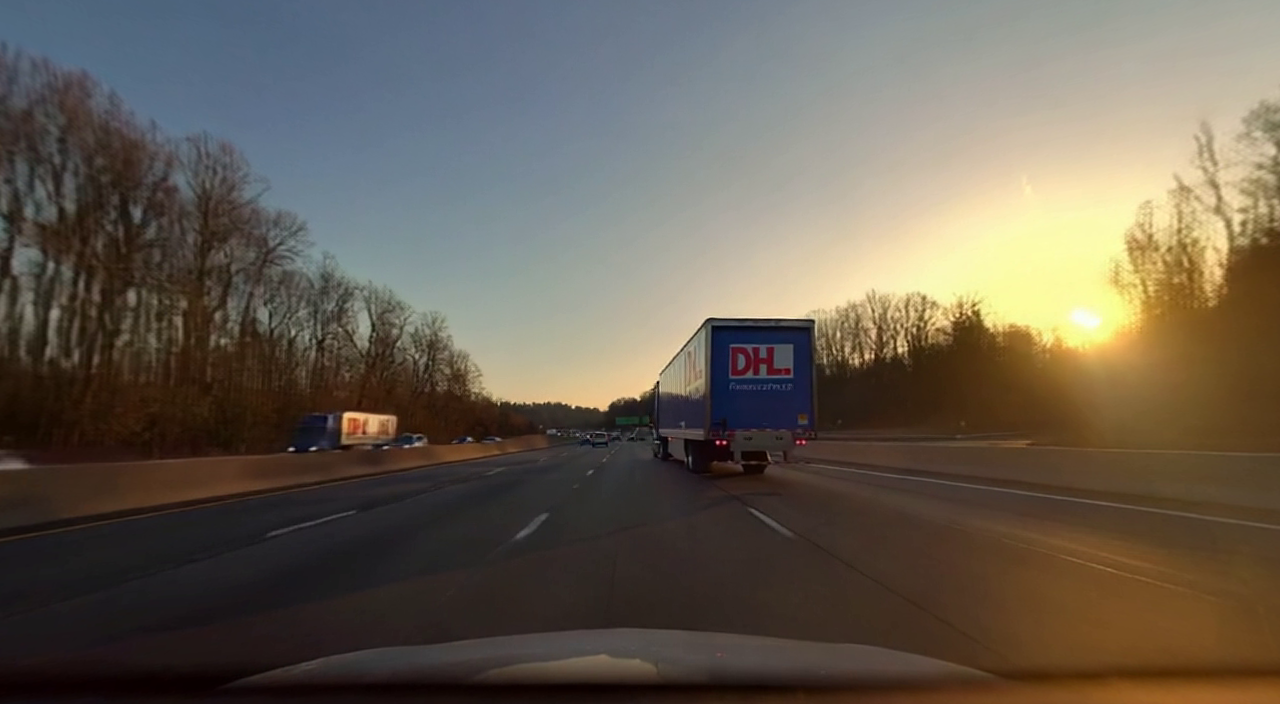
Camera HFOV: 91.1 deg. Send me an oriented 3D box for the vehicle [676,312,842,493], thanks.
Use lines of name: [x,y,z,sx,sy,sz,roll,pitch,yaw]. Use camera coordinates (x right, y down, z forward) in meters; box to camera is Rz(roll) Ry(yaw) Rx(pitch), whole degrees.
vehicle: [3.011,1.736,19.164,3.011,4.211,8.926,0,-8,-2]

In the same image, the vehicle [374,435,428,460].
vehicle: [-17.029,6.799,45.056,2.030,1.655,4.893,0,-8,-1]
